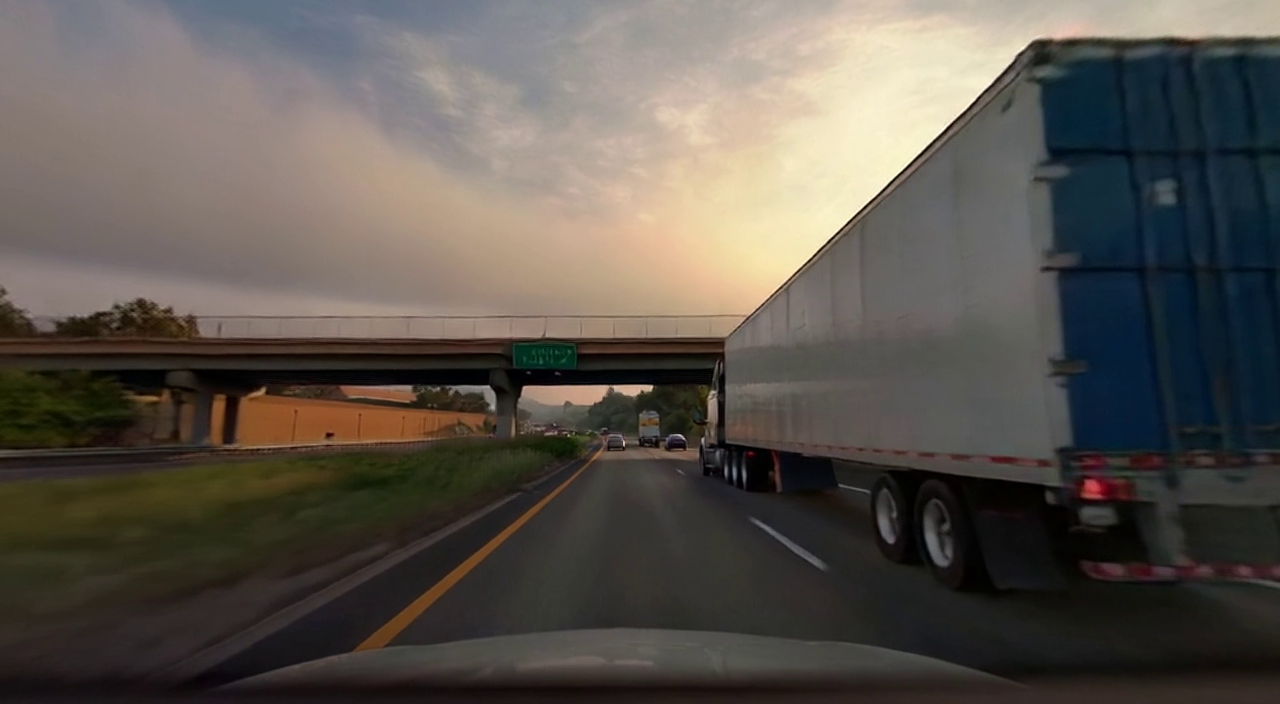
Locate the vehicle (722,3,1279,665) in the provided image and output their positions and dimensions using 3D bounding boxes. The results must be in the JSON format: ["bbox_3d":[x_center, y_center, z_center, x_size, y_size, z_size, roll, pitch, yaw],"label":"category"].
[{"bbox_3d":[4.044,0.669,10.923,2.965,4.033,14.299,0,-7,-1],"label":"vehicle"}]

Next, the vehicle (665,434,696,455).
[{"bbox_3d":[2.943,6.771,46.218,1.813,1.454,4.197,0,-7,-3],"label":"vehicle"}]
